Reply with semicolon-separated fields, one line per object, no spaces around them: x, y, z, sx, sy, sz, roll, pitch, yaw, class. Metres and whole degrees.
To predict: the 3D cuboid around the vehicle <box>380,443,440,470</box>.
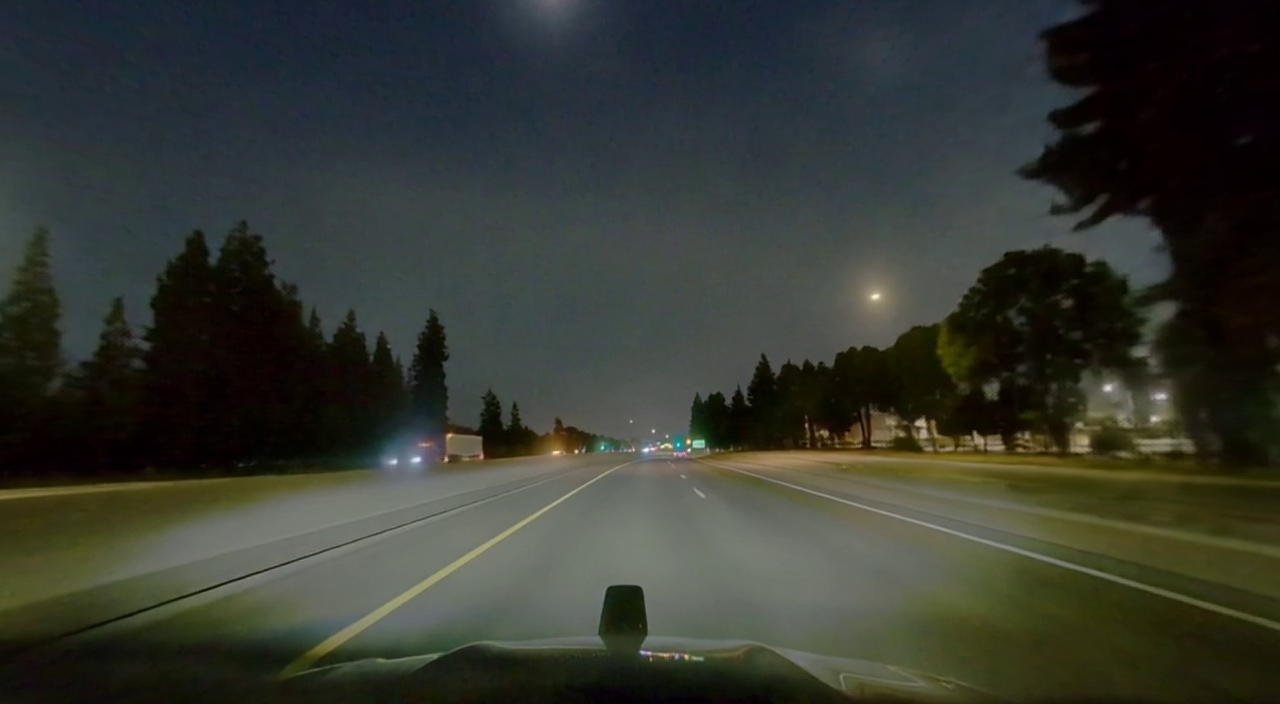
-17.375;7.933;47.977;2.203;1.902;5.750;-1;-9;2;vehicle
